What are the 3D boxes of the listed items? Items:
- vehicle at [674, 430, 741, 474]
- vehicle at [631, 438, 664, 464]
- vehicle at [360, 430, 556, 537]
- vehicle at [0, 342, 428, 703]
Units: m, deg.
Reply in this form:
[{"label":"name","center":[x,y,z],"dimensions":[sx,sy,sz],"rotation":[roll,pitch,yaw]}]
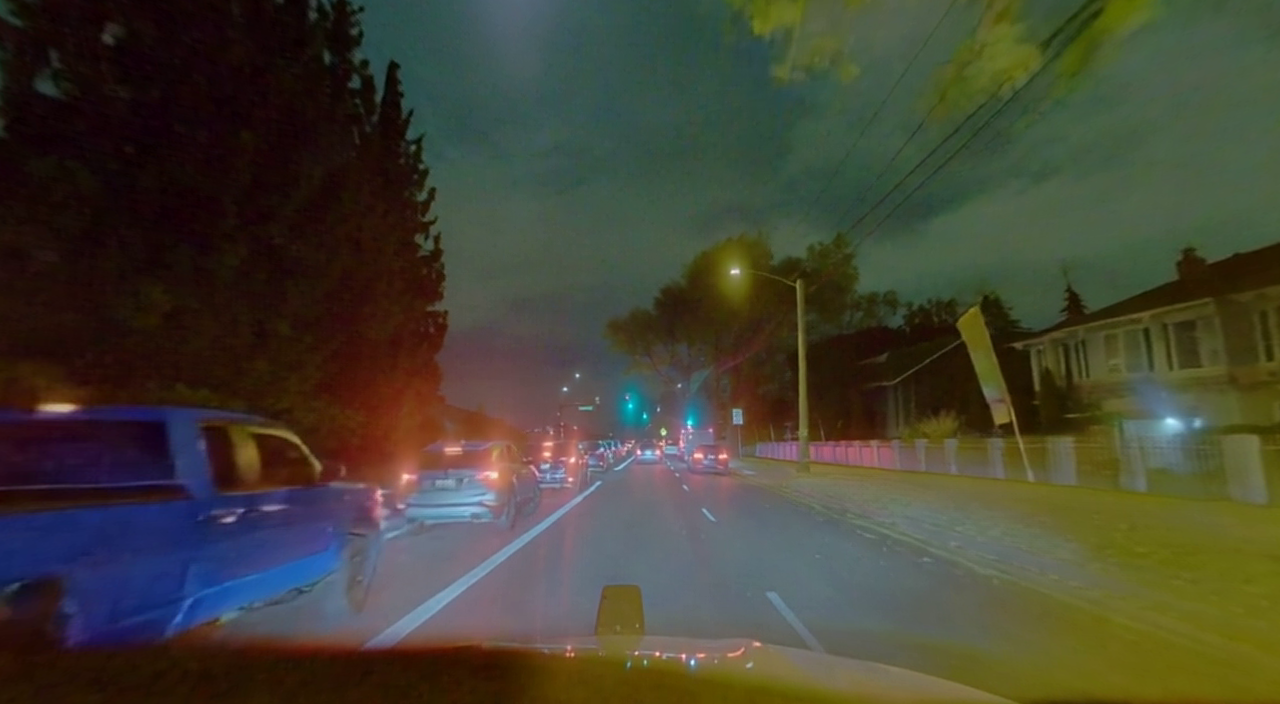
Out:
[{"label":"vehicle","center":[2.728,4.236,26.794],"dimensions":[2.258,1.682,4.635],"rotation":[0,-9,-1]},{"label":"vehicle","center":[0.459,6.001,38.400],"dimensions":[1.927,1.453,3.848],"rotation":[0,-9,1]},{"label":"vehicle","center":[-2.841,2.169,11.051],"dimensions":[1.970,1.477,4.380],"rotation":[-1,-9,2]},{"label":"vehicle","center":[-3.049,1.027,3.615],"dimensions":[1.971,1.639,4.487],"rotation":[-1,-9,2]}]
